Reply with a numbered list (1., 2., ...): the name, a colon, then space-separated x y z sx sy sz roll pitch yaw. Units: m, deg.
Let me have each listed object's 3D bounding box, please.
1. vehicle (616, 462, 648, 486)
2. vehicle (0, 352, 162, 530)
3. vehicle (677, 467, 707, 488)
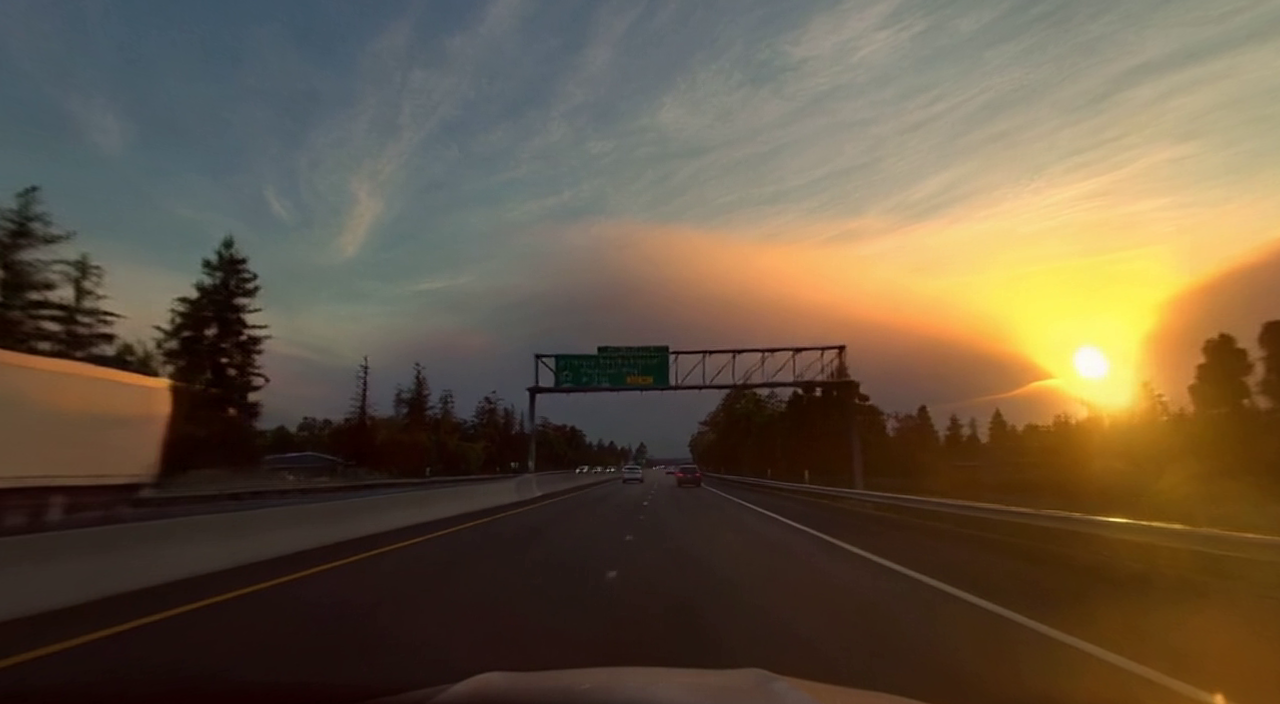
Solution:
1. vehicle: -0.524 9.409 48.572 2.160 1.721 4.368 0 -11 3
2. vehicle: -15.663 1.350 10.685 2.896 3.861 14.932 1 -11 2
3. vehicle: 3.931 9.543 48.026 1.937 1.467 4.061 1 -10 1
